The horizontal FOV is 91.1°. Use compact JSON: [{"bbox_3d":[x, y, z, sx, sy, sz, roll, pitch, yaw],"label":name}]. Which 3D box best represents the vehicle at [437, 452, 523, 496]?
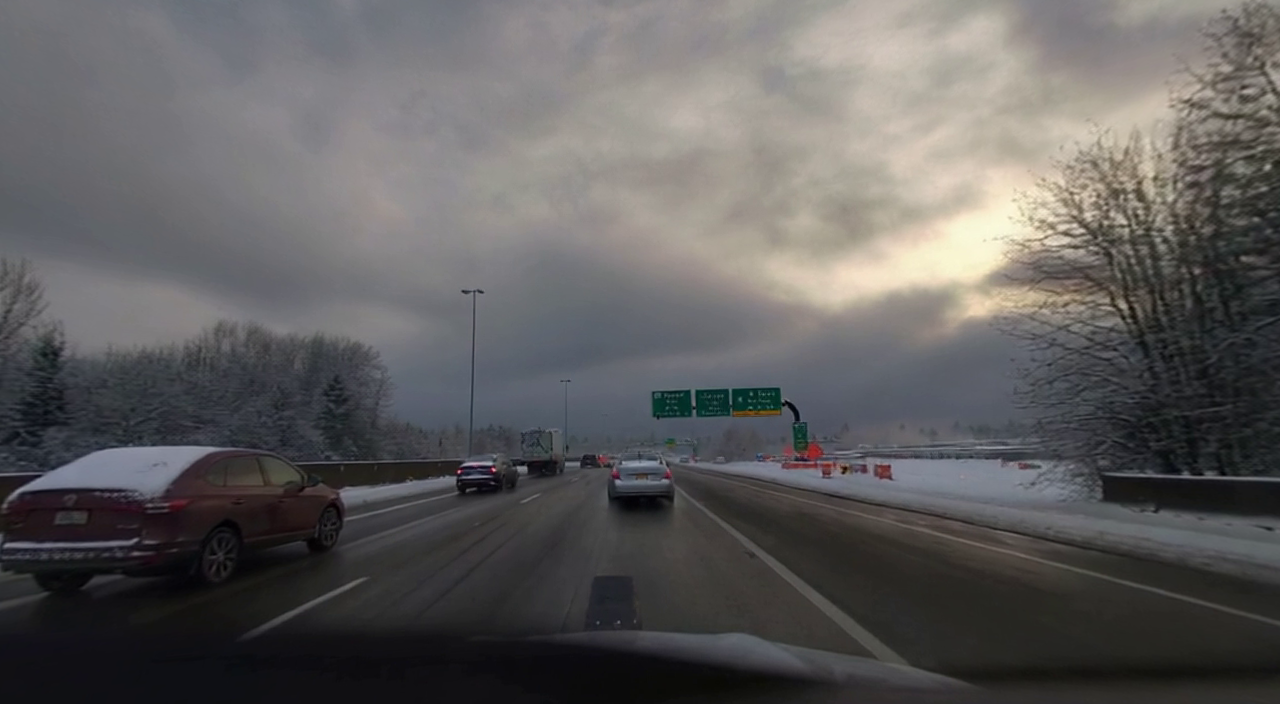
[{"bbox_3d":[-5.654,4.342,22.769,2.063,1.417,4.000,0,-9,0],"label":"vehicle"}]

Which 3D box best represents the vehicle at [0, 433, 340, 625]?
[{"bbox_3d":[-5.519,1.757,7.259,1.892,1.481,4.573,0,-9,-1],"label":"vehicle"}]

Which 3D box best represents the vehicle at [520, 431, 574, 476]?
[{"bbox_3d":[-5.853,6.534,40.464,2.326,2.645,6.249,0,-9,1],"label":"vehicle"}]

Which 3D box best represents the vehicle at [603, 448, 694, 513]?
[{"bbox_3d":[0.195,3.202,16.113,2.080,1.451,3.512,0,-9,0],"label":"vehicle"}]
